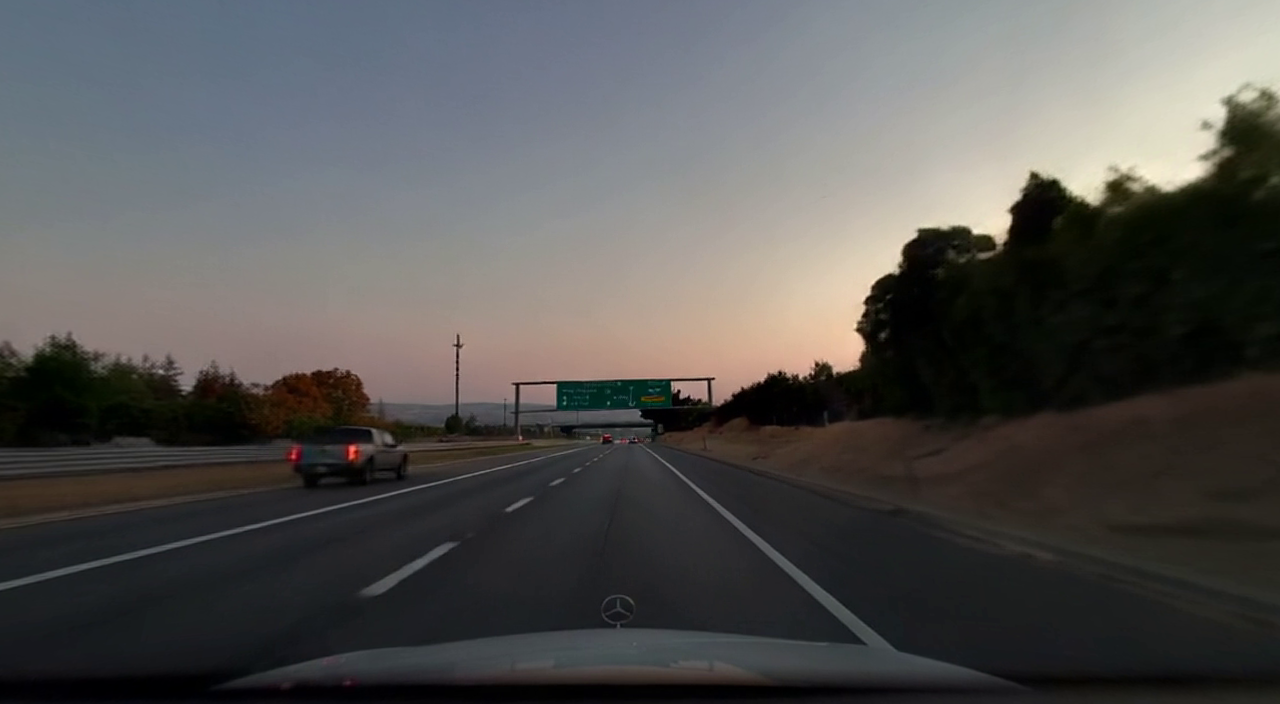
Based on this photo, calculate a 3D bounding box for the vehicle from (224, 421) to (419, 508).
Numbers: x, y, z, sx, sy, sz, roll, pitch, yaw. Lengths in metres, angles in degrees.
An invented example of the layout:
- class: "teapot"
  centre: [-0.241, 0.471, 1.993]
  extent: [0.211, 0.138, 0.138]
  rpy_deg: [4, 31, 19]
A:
- class: "vehicle"
  centre: [-7.028, 2.511, 14.586]
  extent: [2.111, 1.662, 4.630]
  rpy_deg: [0, -8, 0]
